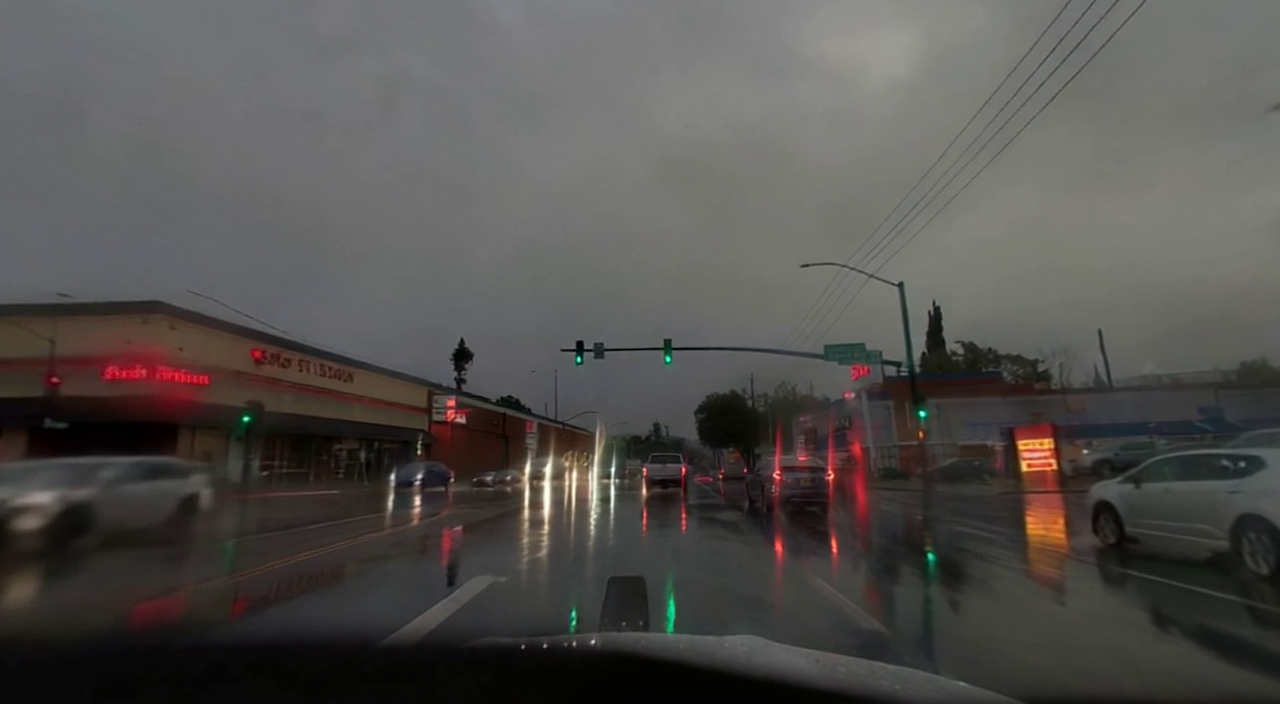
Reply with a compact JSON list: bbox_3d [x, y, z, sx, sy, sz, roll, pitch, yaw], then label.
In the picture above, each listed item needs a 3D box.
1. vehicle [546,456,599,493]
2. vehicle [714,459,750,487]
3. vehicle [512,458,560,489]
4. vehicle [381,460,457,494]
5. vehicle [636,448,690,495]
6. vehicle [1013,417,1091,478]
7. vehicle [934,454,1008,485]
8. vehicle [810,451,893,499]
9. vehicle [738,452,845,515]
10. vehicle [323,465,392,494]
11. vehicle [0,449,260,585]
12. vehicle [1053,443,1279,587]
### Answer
[{"bbox_3d":[-3.491,6.466,33.631,2.041,1.494,4.647,-3,-6,3],"label":"vehicle"},{"bbox_3d":[6.358,8.373,44.024,2.036,1.719,4.318,0,-8,3],"label":"vehicle"},{"bbox_3d":[-6.714,7.885,41.214,2.065,1.805,4.668,-1,-8,4],"label":"vehicle"},{"bbox_3d":[-10.889,6.172,31.413,1.871,1.453,4.575,-1,-8,4],"label":"vehicle"},{"bbox_3d":[1.053,5.216,28.031,2.210,1.861,4.280,-1,-8,3],"label":"vehicle"},{"bbox_3d":[18.974,4.357,29.041,2.521,2.491,5.455,-7,-10,33],"label":"vehicle"},{"bbox_3d":[17.656,6.197,33.518,4.373,1.399,2.052,7,-11,-42],"label":"vehicle"},{"bbox_3d":[8.604,4.986,26.073,2.040,1.738,4.414,0,-8,2],"label":"vehicle"},{"bbox_3d":[4.091,3.602,17.873,1.963,1.484,4.609,0,-8,1],"label":"vehicle"},{"bbox_3d":[-17.468,7.900,39.243,2.125,1.484,4.832,-1,-9,-1],"label":"vehicle"},{"bbox_3d":[-8.150,2.212,9.359,1.993,1.491,4.673,0,-8,2],"label":"vehicle"},{"bbox_3d":[7.558,1.863,7.739,1.911,1.466,4.572,0,-8,1],"label":"vehicle"}]
